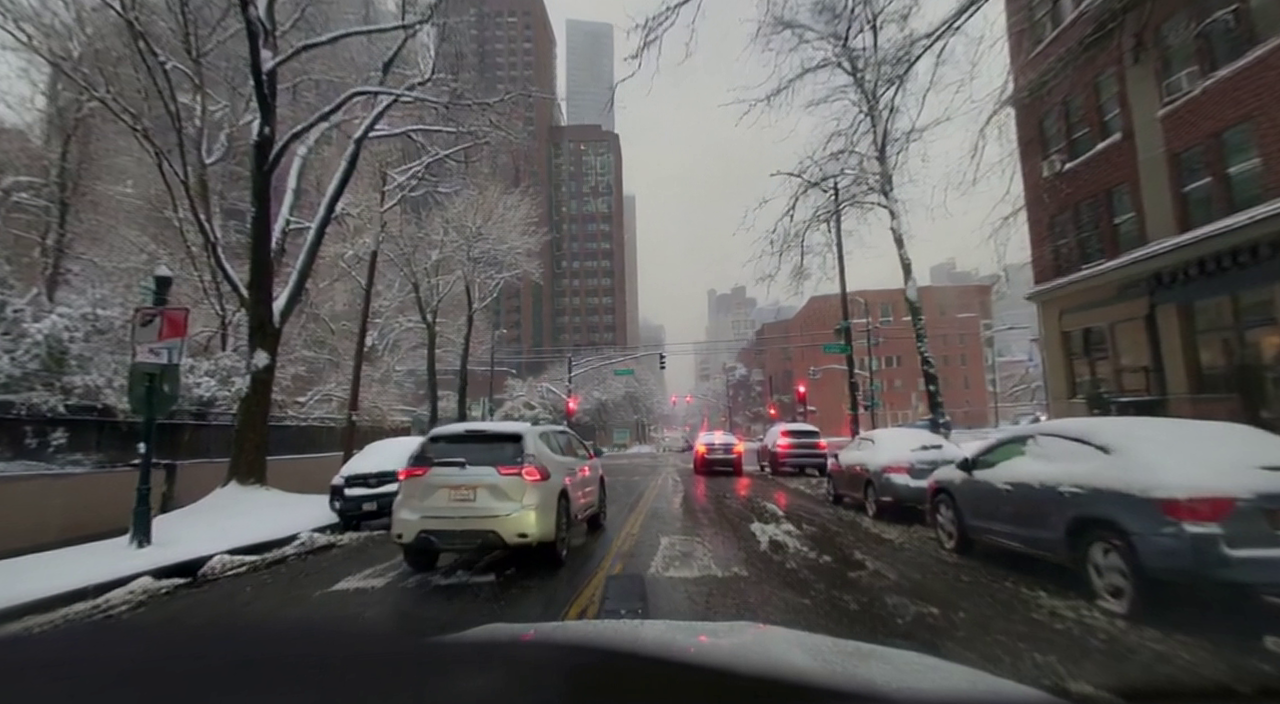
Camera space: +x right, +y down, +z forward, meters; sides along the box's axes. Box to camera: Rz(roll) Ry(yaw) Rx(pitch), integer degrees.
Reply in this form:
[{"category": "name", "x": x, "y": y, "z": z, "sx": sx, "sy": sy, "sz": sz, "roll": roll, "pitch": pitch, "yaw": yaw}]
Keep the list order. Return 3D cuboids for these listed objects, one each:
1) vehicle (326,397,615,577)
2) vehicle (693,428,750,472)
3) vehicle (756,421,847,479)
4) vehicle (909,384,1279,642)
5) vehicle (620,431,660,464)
[{"category": "vehicle", "x": -1.899, "y": 1.790, "z": 9.253, "sx": 2.333, "sy": 1.832, "sz": 5.200, "roll": -1, "pitch": -8, "yaw": 6}, {"category": "vehicle", "x": 3.354, "y": 4.027, "z": 26.011, "sx": 2.111, "sy": 1.619, "sz": 4.077, "roll": -2, "pitch": -8, "yaw": 8}, {"category": "vehicle", "x": 5.664, "y": 3.545, "z": 22.939, "sx": 2.093, "sy": 1.815, "sz": 5.441, "roll": -1, "pitch": -8, "yaw": 3}, {"category": "vehicle", "x": 4.451, "y": 1.313, "z": 6.137, "sx": 1.883, "sy": 1.601, "sz": 4.305, "roll": -1, "pitch": -8, "yaw": 2}, {"category": "vehicle", "x": 0.060, "y": 5.466, "z": 36.227, "sx": 1.979, "sy": 1.723, "sz": 3.849, "roll": -1, "pitch": -8, "yaw": 4}]
